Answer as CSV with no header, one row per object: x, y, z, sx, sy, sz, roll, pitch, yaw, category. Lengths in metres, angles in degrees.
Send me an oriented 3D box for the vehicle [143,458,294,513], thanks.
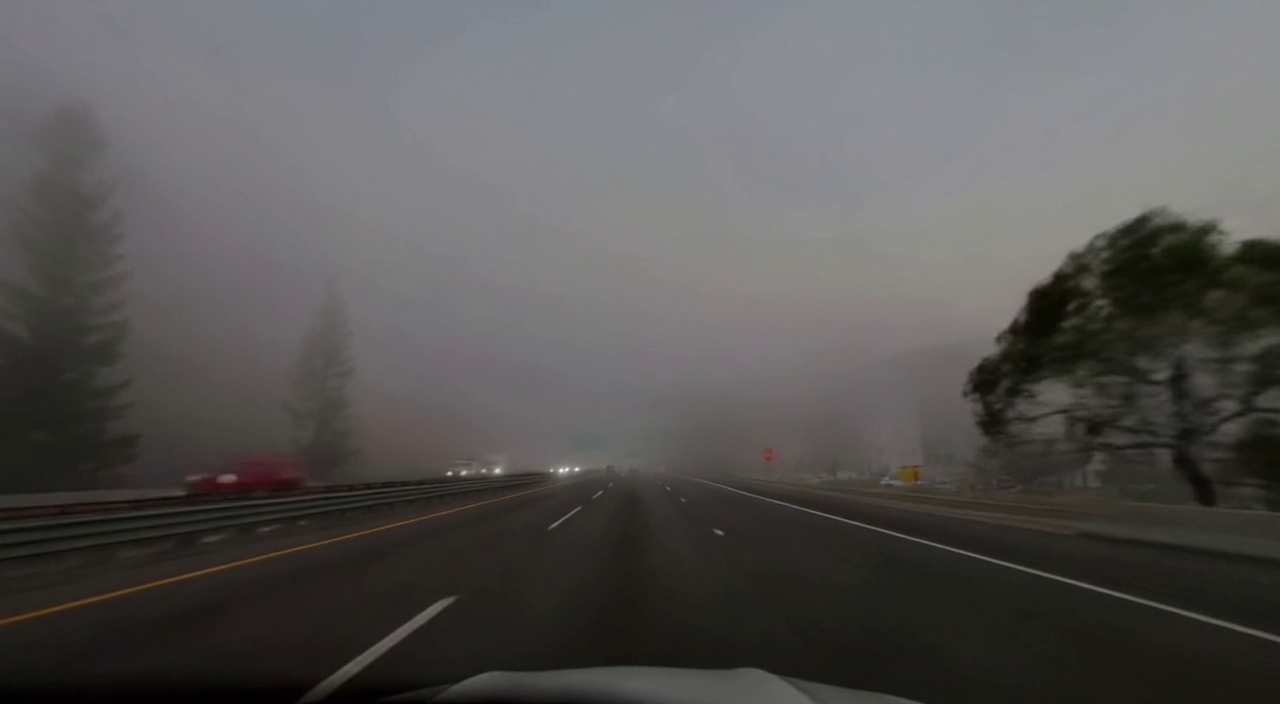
-12.781,4.068,19.461,1.866,1.469,3.952,1,-10,0,vehicle
